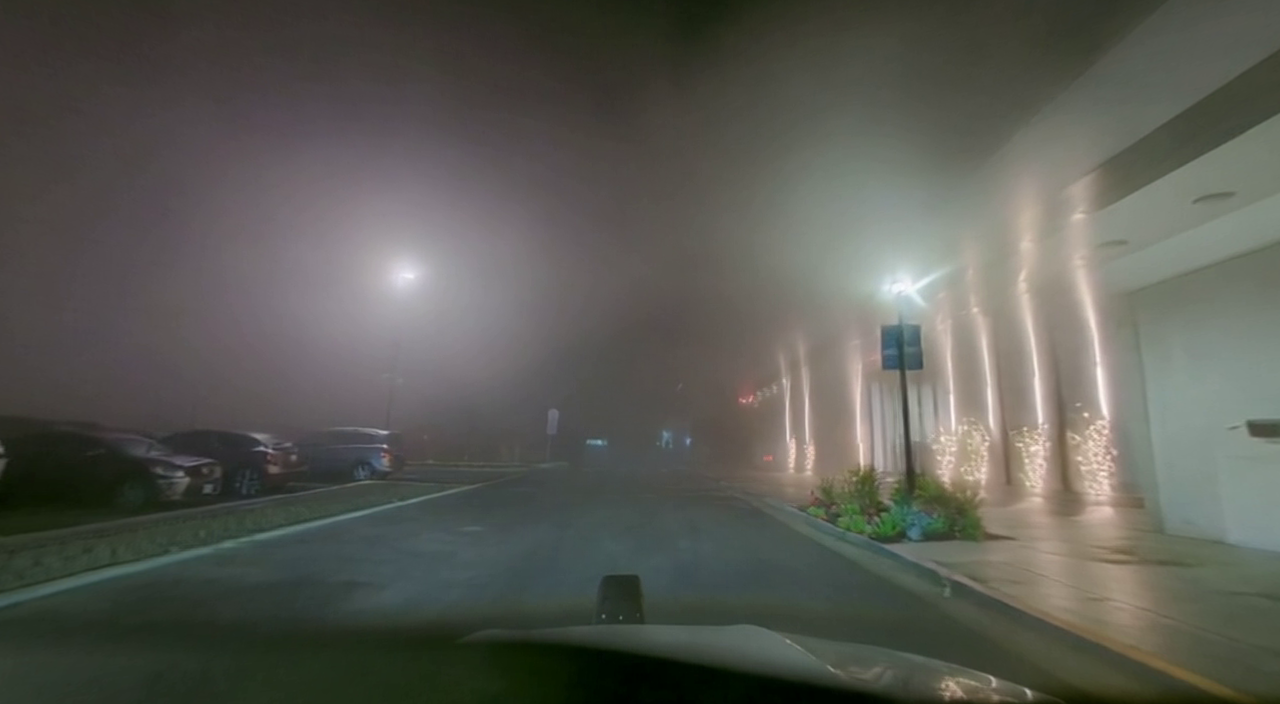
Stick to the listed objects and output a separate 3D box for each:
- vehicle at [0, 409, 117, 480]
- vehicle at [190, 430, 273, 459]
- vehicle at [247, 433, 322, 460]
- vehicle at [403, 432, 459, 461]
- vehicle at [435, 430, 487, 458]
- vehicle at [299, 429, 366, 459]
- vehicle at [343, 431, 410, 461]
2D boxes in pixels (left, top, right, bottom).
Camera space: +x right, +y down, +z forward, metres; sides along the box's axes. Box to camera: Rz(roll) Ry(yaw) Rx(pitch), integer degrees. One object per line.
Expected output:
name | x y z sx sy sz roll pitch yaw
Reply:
vehicle | -18.369 2.715 18.543 1.972 1.923 4.535 0 -8 1
vehicle | -23.624 5.370 36.740 1.773 1.498 4.085 3 -8 6
vehicle | -20.640 5.494 36.827 1.909 1.474 3.908 0 -8 3
vehicle | -12.241 5.564 37.273 1.892 1.597 4.259 0 -8 -1
vehicle | -12.117 6.289 43.197 2.058 1.832 5.009 0 -8 0
vehicle | -18.068 5.477 37.315 1.902 1.645 3.903 0 -9 1
vehicle | -15.281 5.480 36.867 1.928 1.613 4.197 0 -8 3
